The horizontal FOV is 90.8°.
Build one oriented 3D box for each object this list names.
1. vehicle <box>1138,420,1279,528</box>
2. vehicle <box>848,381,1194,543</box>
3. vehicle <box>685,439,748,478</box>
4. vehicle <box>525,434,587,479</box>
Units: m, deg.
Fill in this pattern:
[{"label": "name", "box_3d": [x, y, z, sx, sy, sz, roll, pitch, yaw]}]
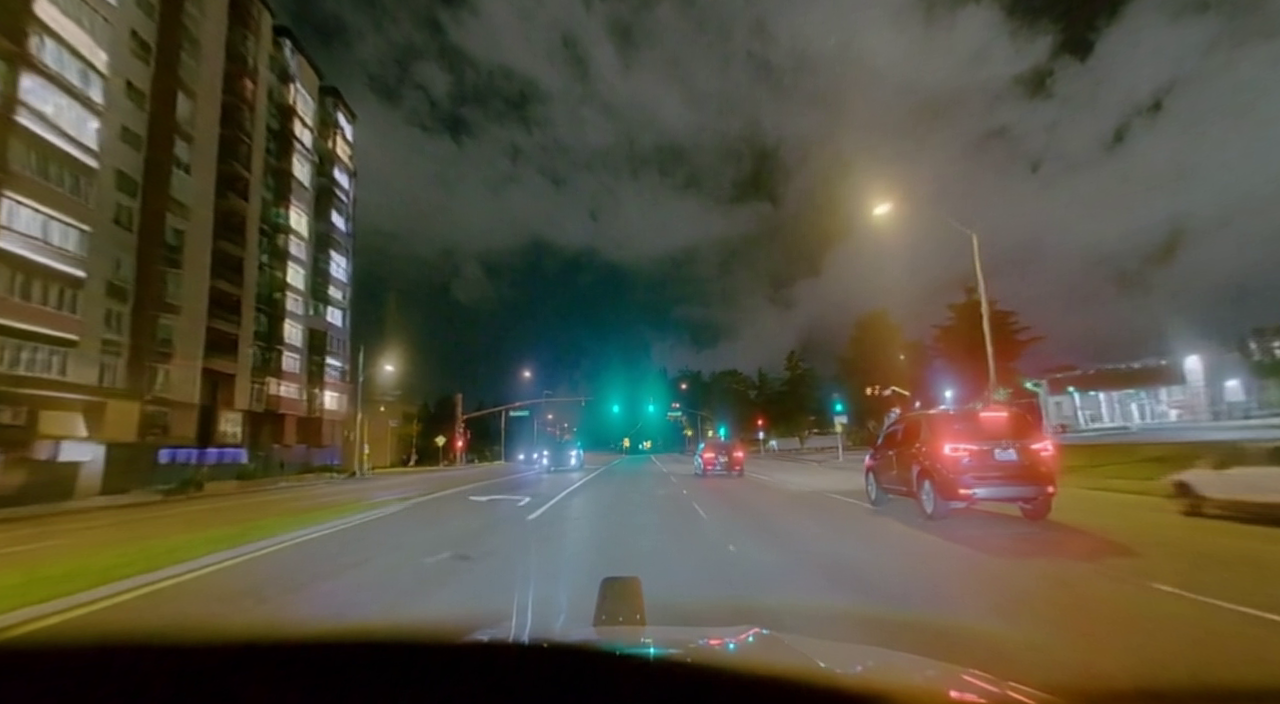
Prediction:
[{"label": "vehicle", "box_3d": [10.277, 1.838, 9.651, 1.905, 1.545, 4.227, -1, -9, 1]}, {"label": "vehicle", "box_3d": [5.740, 1.809, 10.890, 2.427, 2.017, 5.763, 0, -8, 1]}, {"label": "vehicle", "box_3d": [3.084, 4.413, 26.392, 2.003, 1.480, 4.494, 0, -9, -1]}, {"label": "vehicle", "box_3d": [-3.407, 4.355, 26.511, 2.065, 1.716, 4.265, 0, -9, -1]}]
